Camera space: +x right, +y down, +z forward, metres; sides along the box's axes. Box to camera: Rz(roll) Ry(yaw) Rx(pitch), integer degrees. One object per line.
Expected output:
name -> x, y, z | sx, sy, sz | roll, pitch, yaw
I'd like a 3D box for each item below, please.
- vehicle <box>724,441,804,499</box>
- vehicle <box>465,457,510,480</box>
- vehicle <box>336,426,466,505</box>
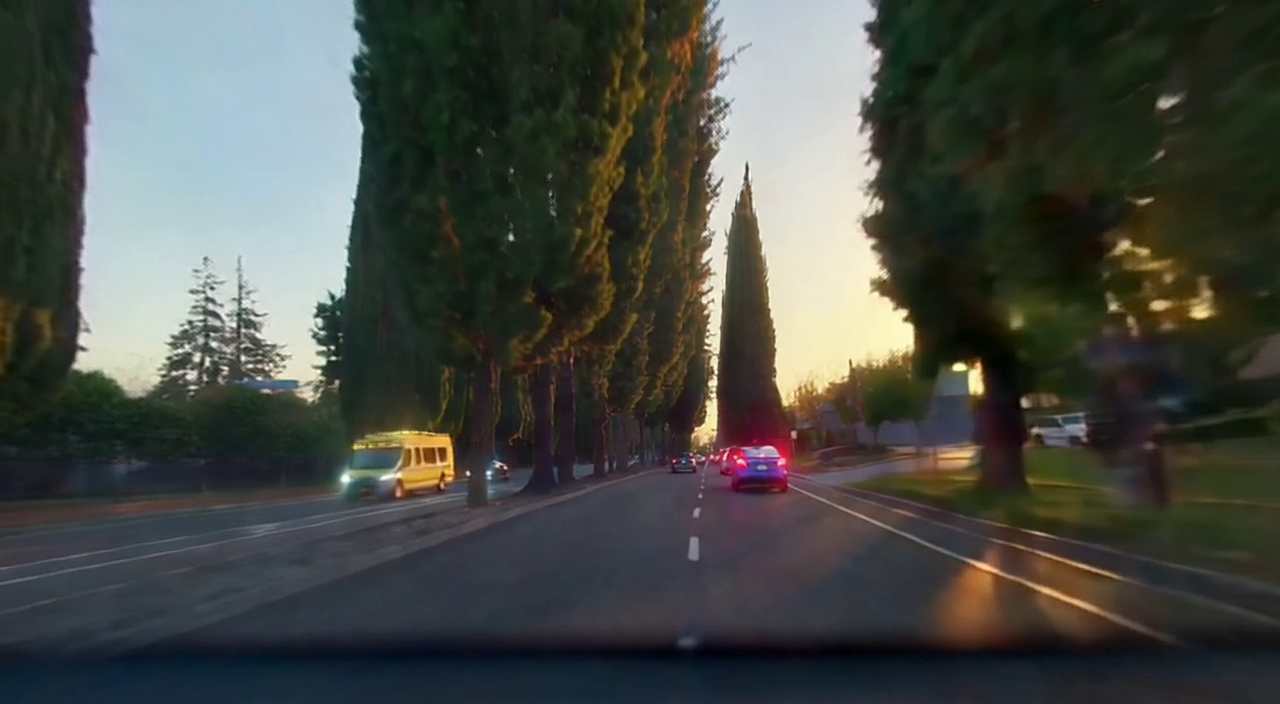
vehicle -> 3.816, 3.684, 20.158 | 2.052, 1.639, 4.123 | -1, -8, 5
vehicle -> -11.254, 8.657, 46.865 | 1.874, 1.521, 4.244 | -1, -8, 6
vehicle -> -9.905, 4.729, 26.851 | 2.661, 2.737, 6.092 | -6, -9, 6
